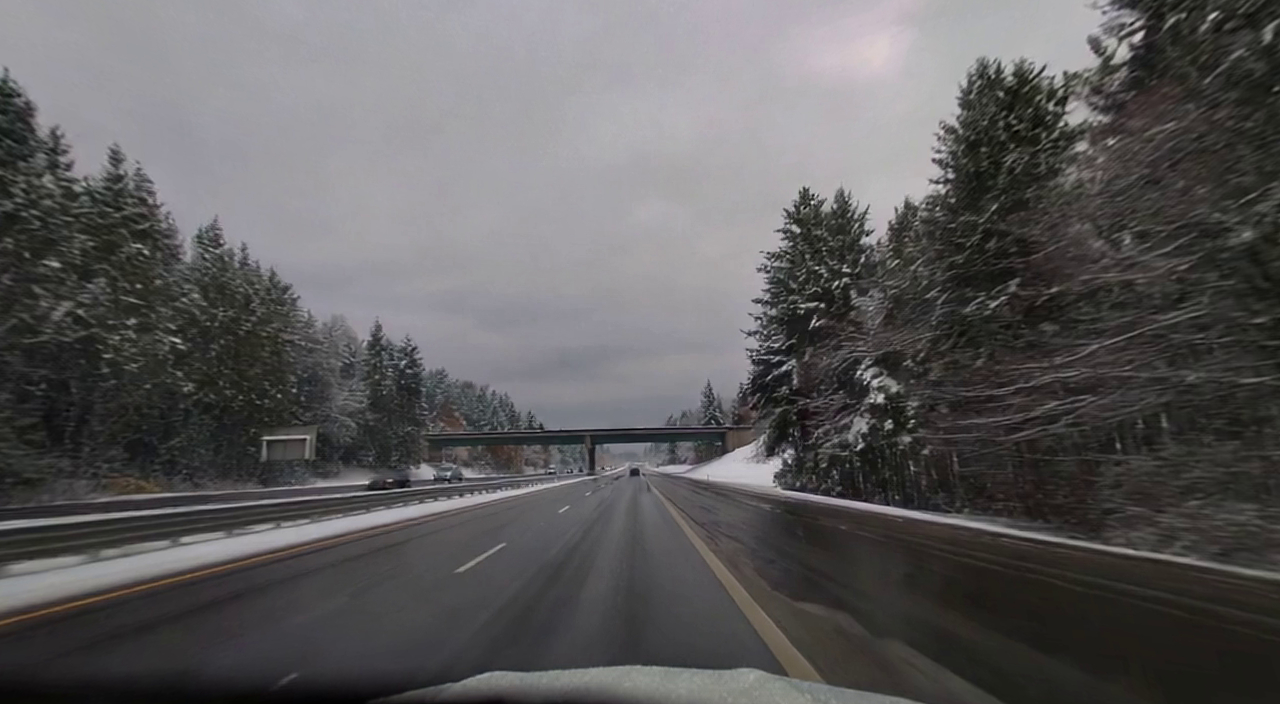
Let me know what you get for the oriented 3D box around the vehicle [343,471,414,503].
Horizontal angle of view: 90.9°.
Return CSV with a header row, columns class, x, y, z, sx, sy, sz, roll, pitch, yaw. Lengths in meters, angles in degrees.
class,x,y,z,sx,sy,sz,roll,pitch,yaw
vehicle,-12.459,6.426,30.304,1.654,1.386,4.117,1,-10,-1
